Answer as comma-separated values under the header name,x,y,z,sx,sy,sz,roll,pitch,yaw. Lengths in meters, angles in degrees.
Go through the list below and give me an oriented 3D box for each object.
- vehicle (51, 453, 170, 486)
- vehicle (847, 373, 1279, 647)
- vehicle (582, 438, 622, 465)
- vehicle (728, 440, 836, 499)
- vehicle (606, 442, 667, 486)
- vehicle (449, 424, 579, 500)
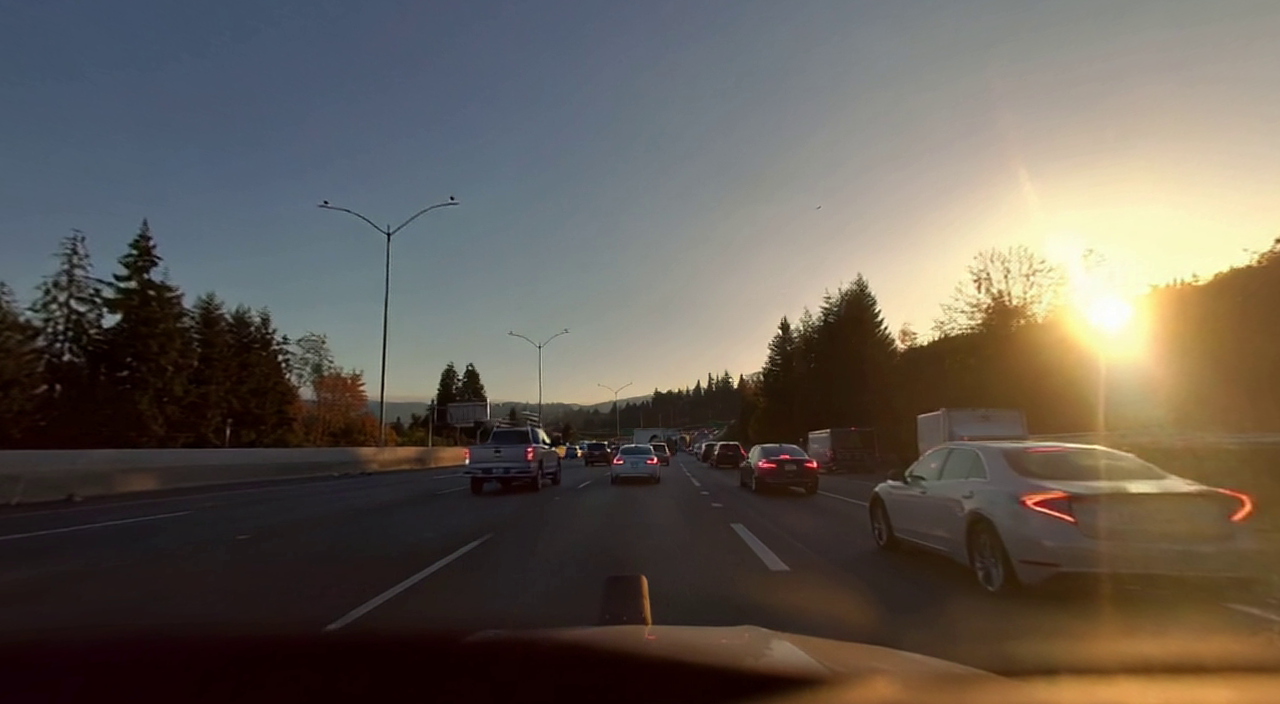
name,x,y,z,sx,sy,sz,roll,pitch,yaw
vehicle,-26.240,5.813,31.473,1.956,1.476,4.412,0,-8,3
vehicle,3.887,1.355,6.458,1.999,1.777,4.578,0,-8,1
vehicle,-2.609,7.076,44.923,2.110,1.811,5.585,-1,-8,4
vehicle,3.946,3.328,18.411,1.907,1.474,4.840,0,-8,-2
vehicle,-0.030,4.073,23.252,2.070,1.456,4.029,0,-8,2
vehicle,-3.450,3.193,18.834,2.395,1.892,5.995,0,-8,2
